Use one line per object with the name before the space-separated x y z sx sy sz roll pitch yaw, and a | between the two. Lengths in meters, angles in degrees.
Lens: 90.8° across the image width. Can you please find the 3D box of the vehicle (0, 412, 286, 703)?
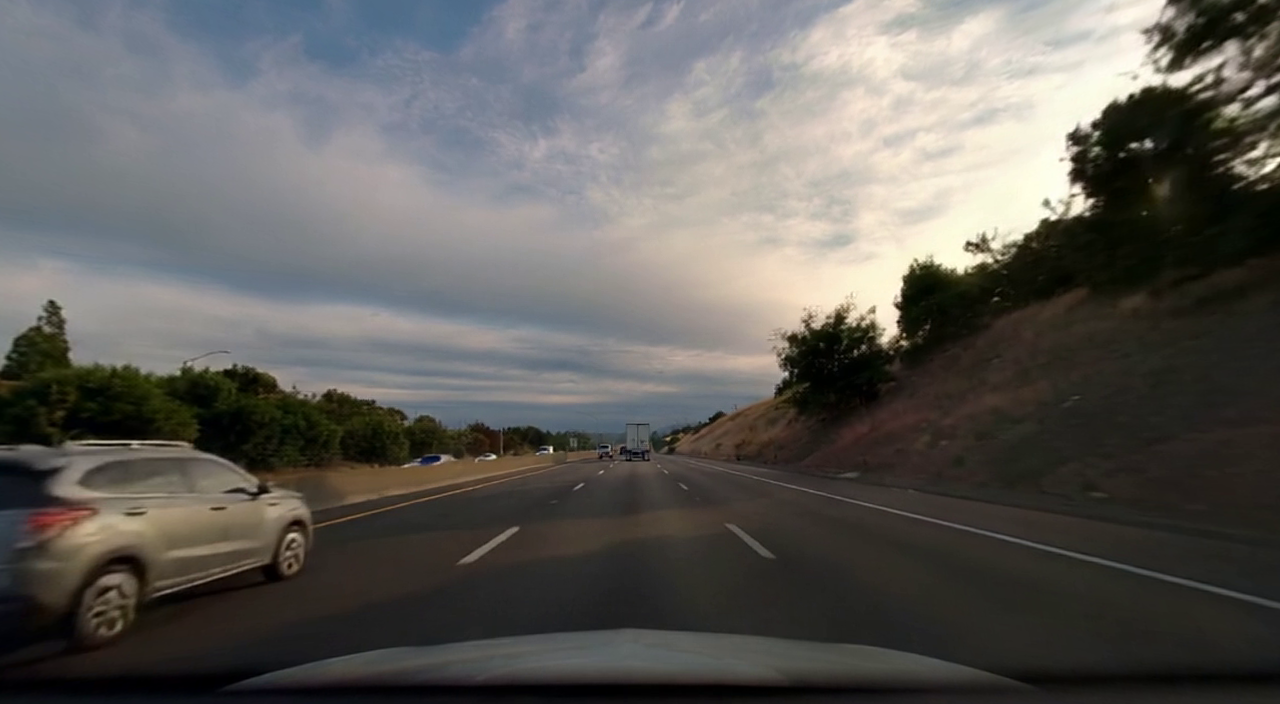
vehicle | -4.227 1.138 3.528 2.051 1.537 4.111 0 -9 0

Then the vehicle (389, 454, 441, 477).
vehicle | -15.861 8.003 44.691 1.970 1.474 4.595 0 -9 0
